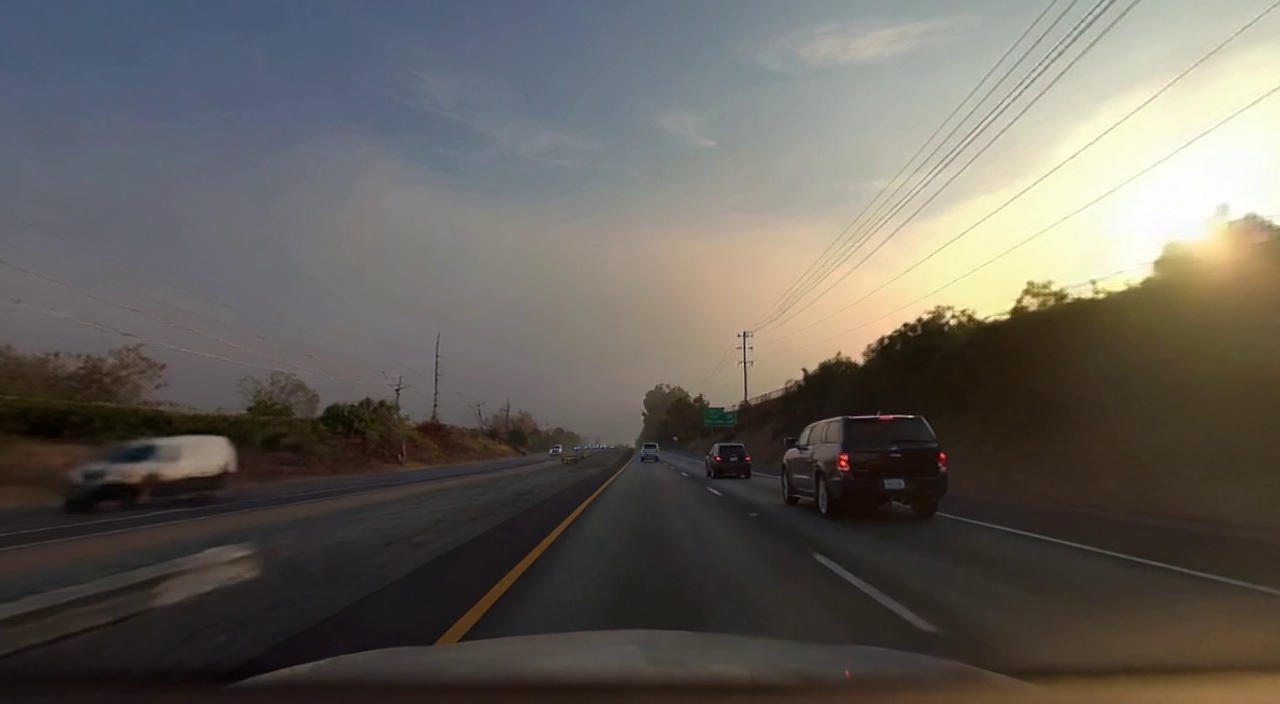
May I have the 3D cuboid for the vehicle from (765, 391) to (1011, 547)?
[{"bbox_3d":[3.833,1.937,11.065,2.145,2.069,5.057,0,-8,-1],"label":"vehicle"}]

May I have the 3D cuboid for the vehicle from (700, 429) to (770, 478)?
[{"bbox_3d":[4.519,4.964,31.086,2.594,2.155,5.670,0,-8,0],"label":"vehicle"}]

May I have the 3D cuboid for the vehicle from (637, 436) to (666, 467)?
[{"bbox_3d":[0.828,7.596,48.359,2.099,2.260,4.899,0,-8,0],"label":"vehicle"}]
